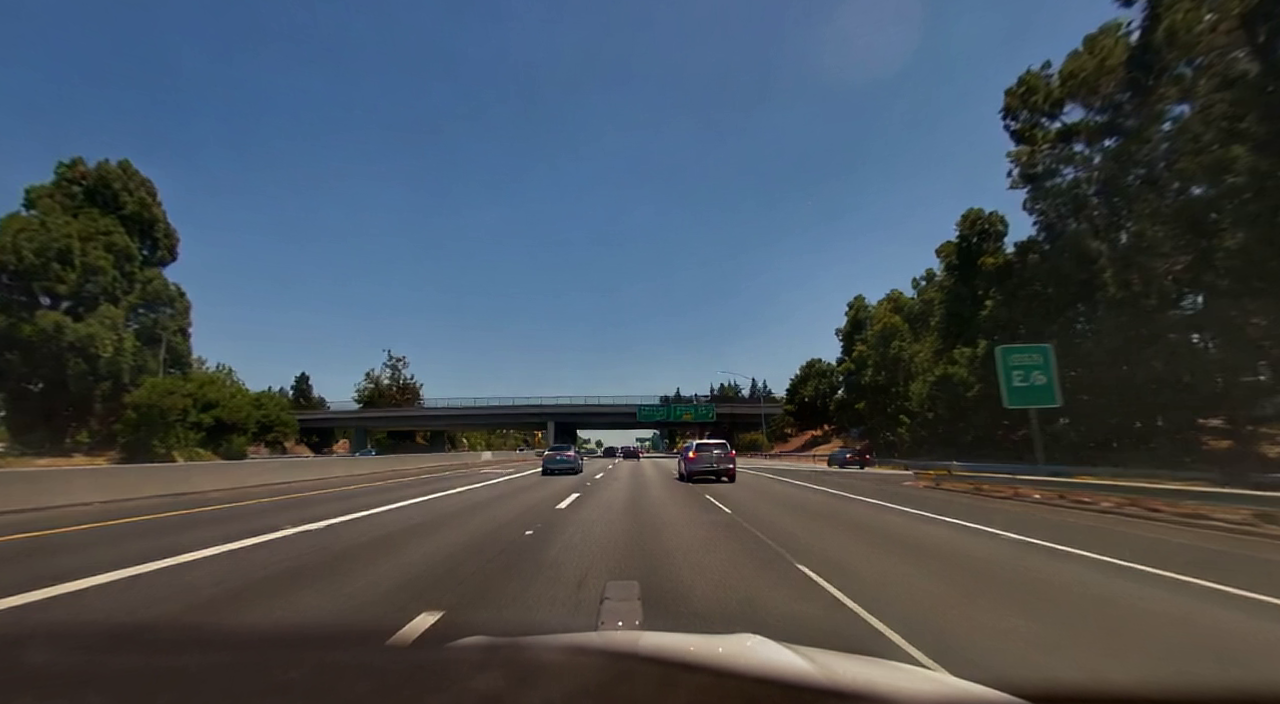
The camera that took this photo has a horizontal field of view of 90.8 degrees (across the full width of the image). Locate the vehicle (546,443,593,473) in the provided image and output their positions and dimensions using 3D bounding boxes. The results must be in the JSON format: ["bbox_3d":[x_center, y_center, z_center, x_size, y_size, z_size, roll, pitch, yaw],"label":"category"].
[{"bbox_3d":[-3.882,5.950,35.660,2.091,1.544,4.409,0,-8,1],"label":"vehicle"}]
